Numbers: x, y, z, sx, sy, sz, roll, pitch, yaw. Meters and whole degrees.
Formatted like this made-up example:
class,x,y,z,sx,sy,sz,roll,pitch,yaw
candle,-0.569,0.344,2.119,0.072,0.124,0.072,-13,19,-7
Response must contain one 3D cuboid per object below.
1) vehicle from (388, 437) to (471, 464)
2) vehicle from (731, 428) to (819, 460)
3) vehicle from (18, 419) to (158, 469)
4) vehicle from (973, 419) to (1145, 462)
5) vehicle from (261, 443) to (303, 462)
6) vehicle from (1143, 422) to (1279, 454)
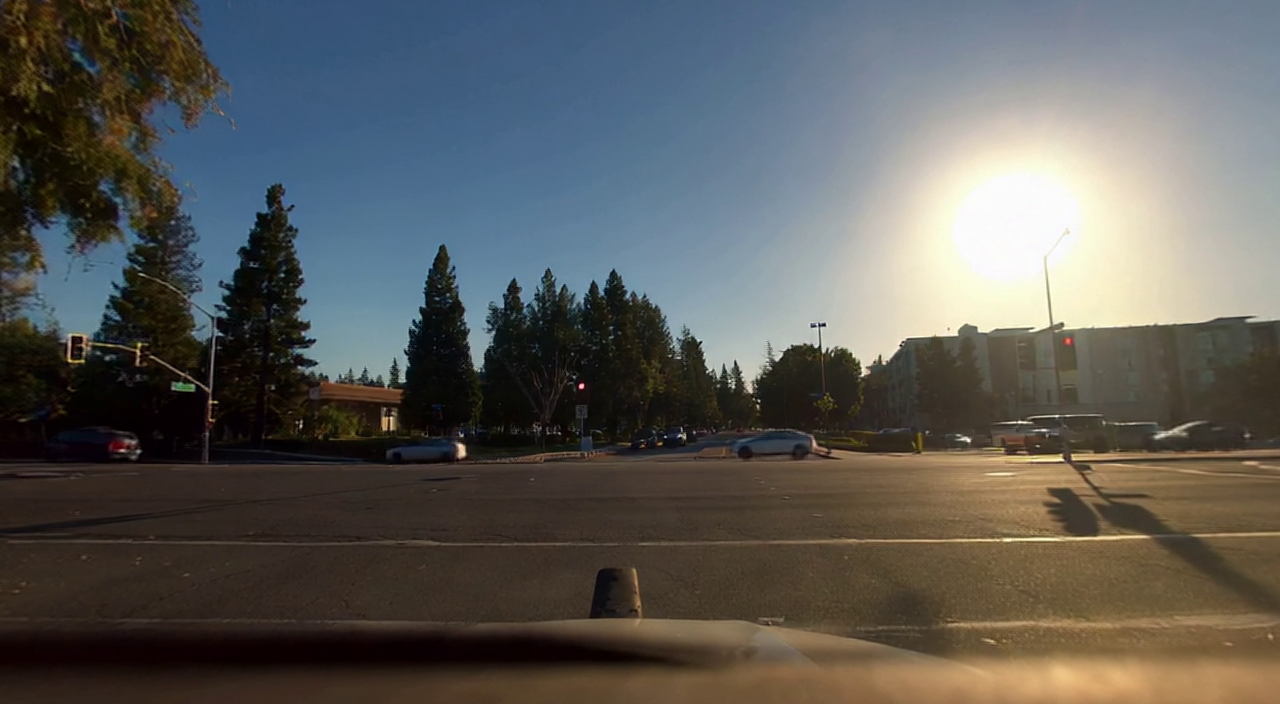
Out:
class,x,y,z,sx,sy,sz,roll,pitch,yaw
vehicle,-12.808,6.009,38.521,4.370,1.592,1.886,-2,-9,11
vehicle,7.455,5.102,34.994,4.590,1.701,1.881,-2,-9,11
vehicle,-37.728,6.294,43.260,7.790,3.197,2.653,-2,-9,10
vehicle,15.038,3.212,22.944,4.749,1.461,1.892,-1,-9,9
vehicle,-28.046,7.878,49.626,2.235,1.417,4.272,3,-9,-21
vehicle,28.106,4.259,31.048,4.801,1.494,1.915,-2,-9,10
